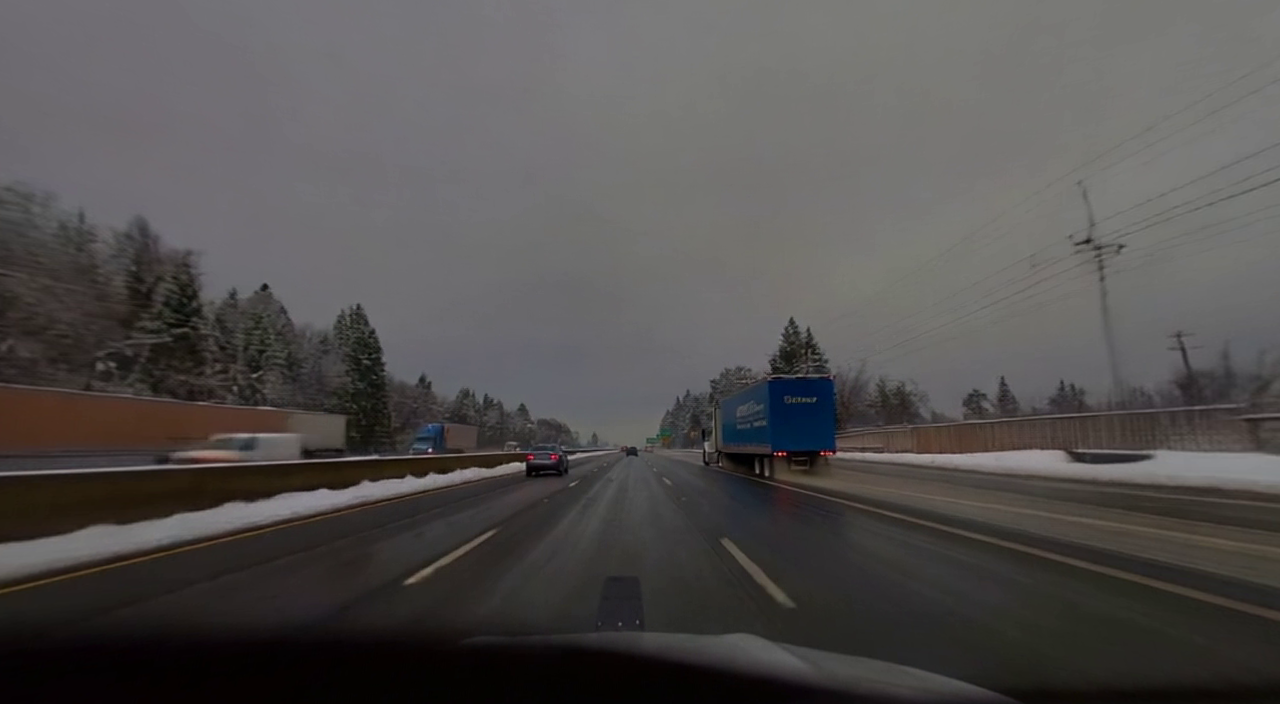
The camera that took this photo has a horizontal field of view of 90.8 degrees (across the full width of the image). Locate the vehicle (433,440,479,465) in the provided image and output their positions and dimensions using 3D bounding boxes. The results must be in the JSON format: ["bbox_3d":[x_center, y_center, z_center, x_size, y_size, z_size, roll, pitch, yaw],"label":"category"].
[{"bbox_3d":[-14.028,7.696,48.499,2.177,1.837,4.780,0,-9,-1],"label":"vehicle"}]

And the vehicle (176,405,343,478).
[{"bbox_3d":[-21.195,5.191,36.396,2.988,3.535,10.678,0,-9,0],"label":"vehicle"}]

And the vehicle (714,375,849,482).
[{"bbox_3d":[6.465,4.182,32.712,2.919,4.195,15.833,0,-9,-1],"label":"vehicle"}]

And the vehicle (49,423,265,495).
[{"bbox_3d":[-13.118,2.954,17.720,2.193,1.724,4.842,0,-9,0],"label":"vehicle"}]

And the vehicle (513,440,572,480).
[{"bbox_3d":[-4.331,4.880,28.668,2.027,1.651,4.099,0,-9,0],"label":"vehicle"}]

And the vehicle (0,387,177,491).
[{"bbox_3d":[-25.270,3.429,24.713,2.849,3.846,15.601,0,-9,-1],"label":"vehicle"}]
